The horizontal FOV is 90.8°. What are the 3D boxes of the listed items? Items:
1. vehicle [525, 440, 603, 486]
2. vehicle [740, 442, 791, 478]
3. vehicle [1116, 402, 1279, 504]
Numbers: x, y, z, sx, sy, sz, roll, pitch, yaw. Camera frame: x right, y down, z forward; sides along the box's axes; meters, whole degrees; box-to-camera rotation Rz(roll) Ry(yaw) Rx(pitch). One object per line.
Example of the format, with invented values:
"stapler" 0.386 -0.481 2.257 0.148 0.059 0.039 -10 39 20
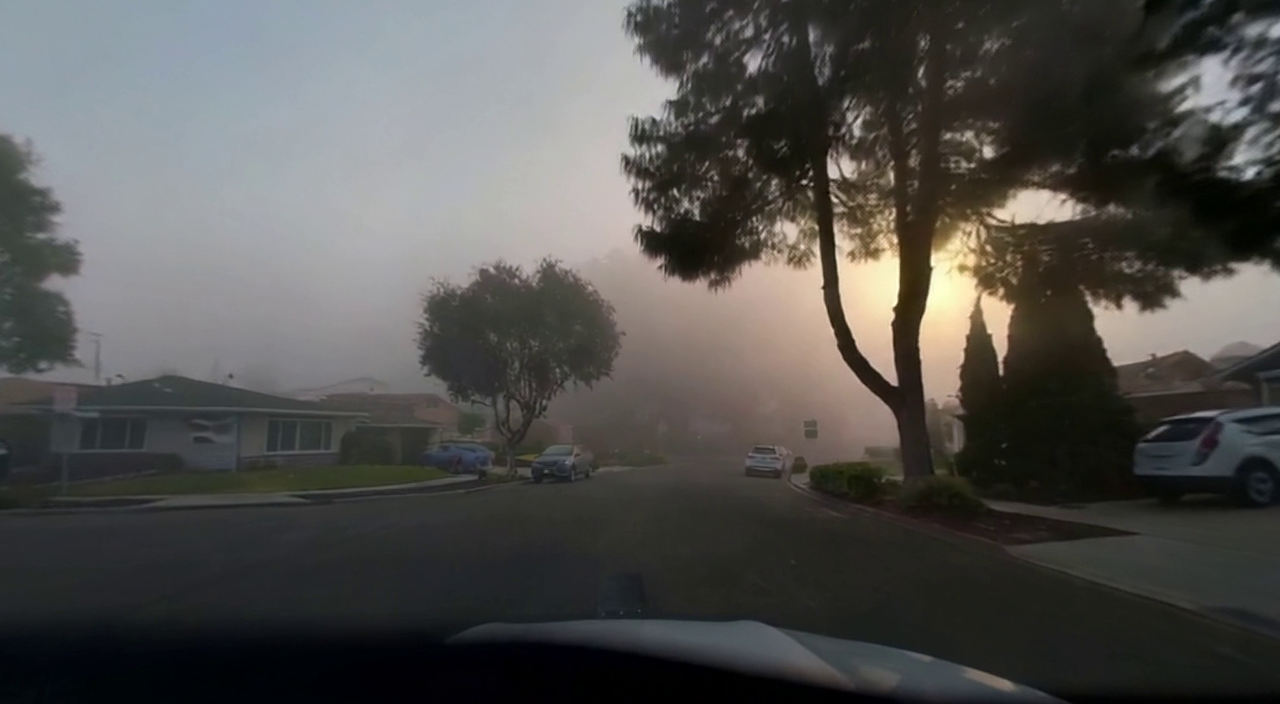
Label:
"vehicle" -3.294 4.893 28.193 2.041 1.762 4.508 -4 -8 12
"vehicle" 6.508 5.471 32.351 2.075 1.657 4.648 -3 -9 16
"vehicle" 11.976 1.844 11.679 4.781 1.700 1.914 0 -9 -2
